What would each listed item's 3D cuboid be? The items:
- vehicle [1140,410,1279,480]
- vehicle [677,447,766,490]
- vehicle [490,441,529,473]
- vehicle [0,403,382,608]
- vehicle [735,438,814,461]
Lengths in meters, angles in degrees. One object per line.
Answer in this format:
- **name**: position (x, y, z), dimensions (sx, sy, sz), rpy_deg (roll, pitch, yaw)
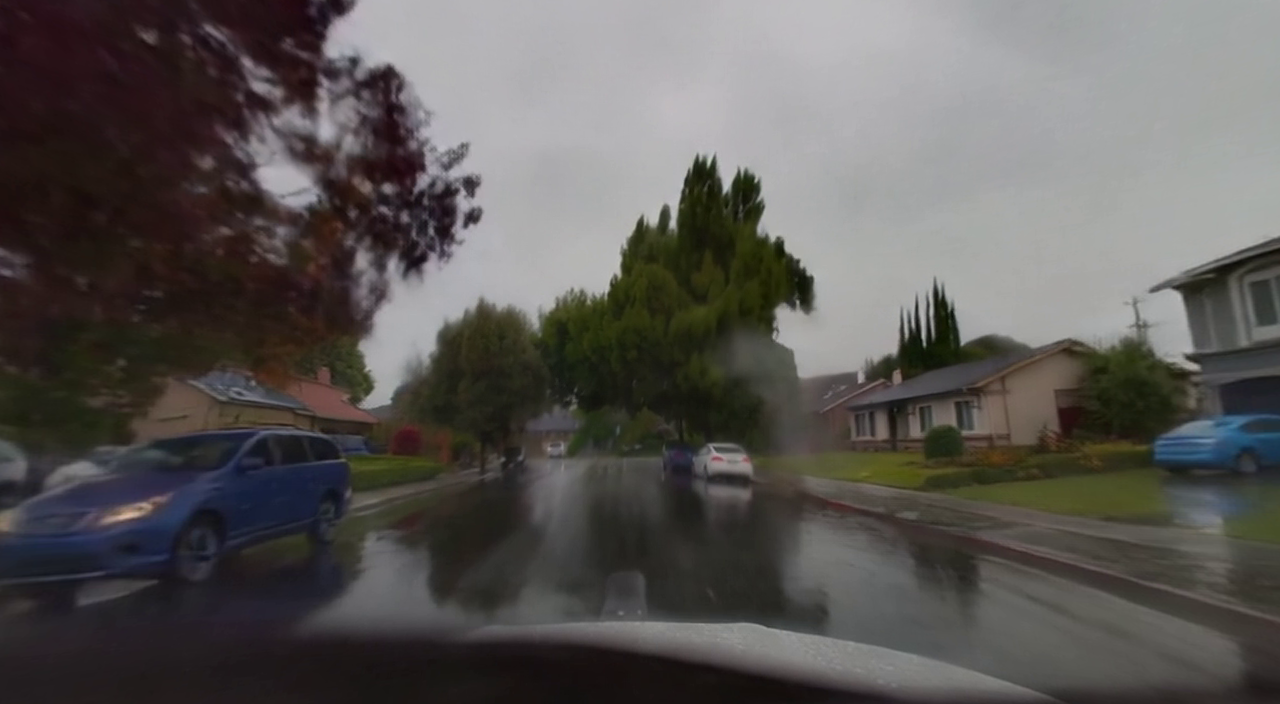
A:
- **vehicle**: position (14.414, 2.184, 14.885), dimensions (4.488, 1.454, 1.944), rpy_deg (3, -9, -20)
- **vehicle**: position (2.997, 4.414, 24.353), dimensions (1.984, 1.437, 4.726), rpy_deg (1, -9, -11)
- **vehicle**: position (-8.344, 6.644, 40.225), dimensions (1.976, 1.855, 4.299), rpy_deg (3, -8, -16)
- **vehicle**: position (-5.411, 1.743, 8.284), dimensions (2.215, 1.859, 4.765), rpy_deg (1, -8, -3)
- **vehicle**: position (9.117, 6.560, 42.801), dimensions (4.940, 1.477, 2.015), rpy_deg (3, -8, -21)
